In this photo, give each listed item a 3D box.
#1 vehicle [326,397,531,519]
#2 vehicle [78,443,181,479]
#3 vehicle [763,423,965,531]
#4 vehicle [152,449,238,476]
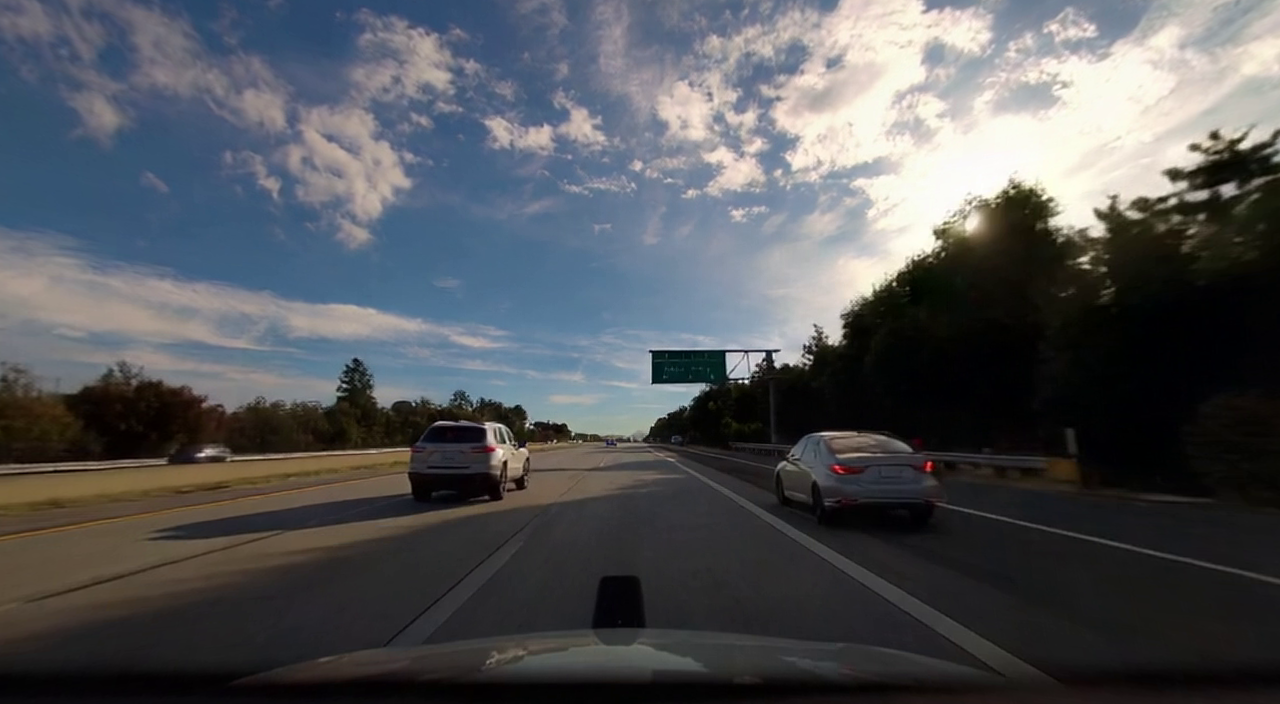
[{"bbox_3d":[-3.601,1.937,12.132,2.106,1.779,5.610,0,-8,-1],"label":"vehicle"},{"bbox_3d":[-30.592,6.518,37.901,2.022,1.946,4.972,0,-8,-1],"label":"vehicle"},{"bbox_3d":[3.546,2.033,10.967,1.817,1.465,4.415,0,-8,-1],"label":"vehicle"},{"bbox_3d":[-26.939,6.669,38.244,1.809,1.483,4.661,0,-8,0],"label":"vehicle"}]
